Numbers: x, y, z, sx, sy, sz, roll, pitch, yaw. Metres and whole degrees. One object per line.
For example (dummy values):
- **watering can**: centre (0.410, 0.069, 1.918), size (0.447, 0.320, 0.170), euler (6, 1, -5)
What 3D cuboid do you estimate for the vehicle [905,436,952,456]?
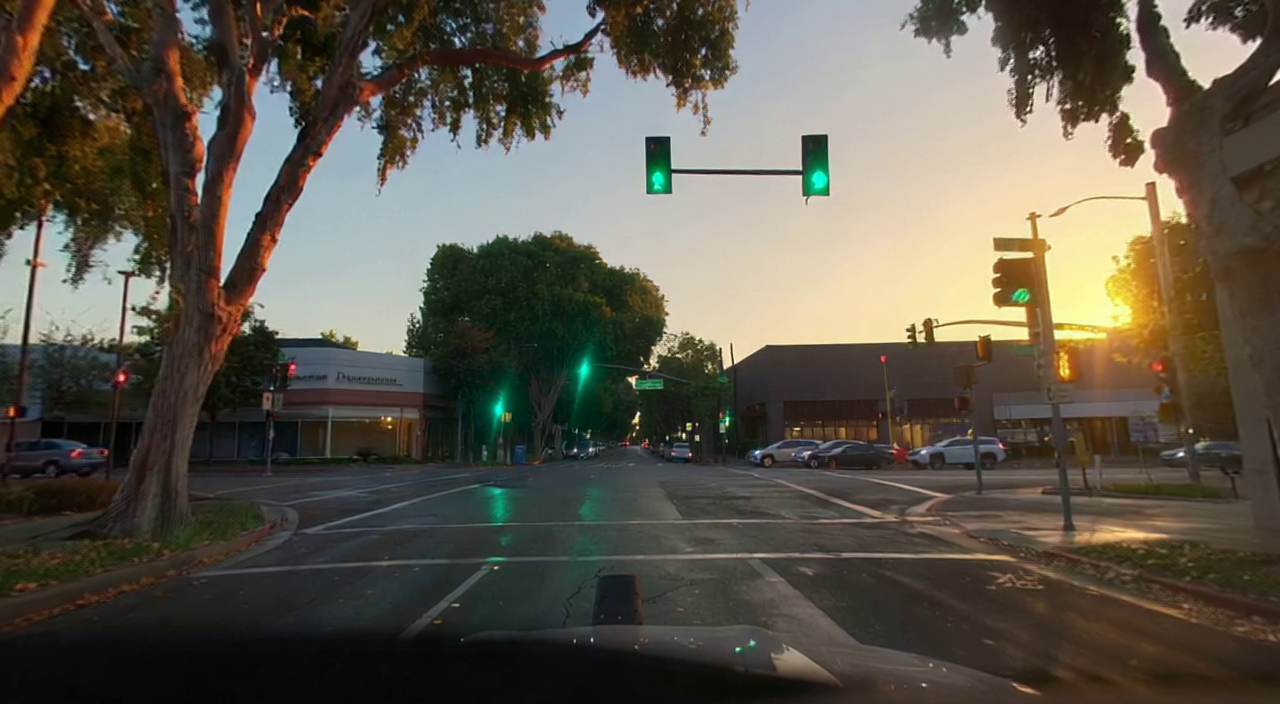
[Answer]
- **vehicle**: centre (21.817, 7.136, 47.502), size (1.923, 1.463, 3.758), euler (-1, -9, 3)

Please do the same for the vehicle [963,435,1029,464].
- **vehicle**: centre (20.998, 5.756, 37.094), size (1.851, 1.388, 3.475), euler (0, -4, -1)

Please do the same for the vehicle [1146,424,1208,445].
- **vehicle**: centre (40.981, 6.341, 47.925), size (1.682, 1.422, 3.422), euler (1, -10, 0)

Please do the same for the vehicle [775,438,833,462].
- **vehicle**: centre (11.084, 6.615, 42.251), size (1.955, 1.508, 4.295), euler (-8, -12, 42)

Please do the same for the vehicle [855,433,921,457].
- **vehicle**: centre (16.925, 6.329, 42.697), size (4.522, 1.546, 1.941), euler (6, -11, -34)
